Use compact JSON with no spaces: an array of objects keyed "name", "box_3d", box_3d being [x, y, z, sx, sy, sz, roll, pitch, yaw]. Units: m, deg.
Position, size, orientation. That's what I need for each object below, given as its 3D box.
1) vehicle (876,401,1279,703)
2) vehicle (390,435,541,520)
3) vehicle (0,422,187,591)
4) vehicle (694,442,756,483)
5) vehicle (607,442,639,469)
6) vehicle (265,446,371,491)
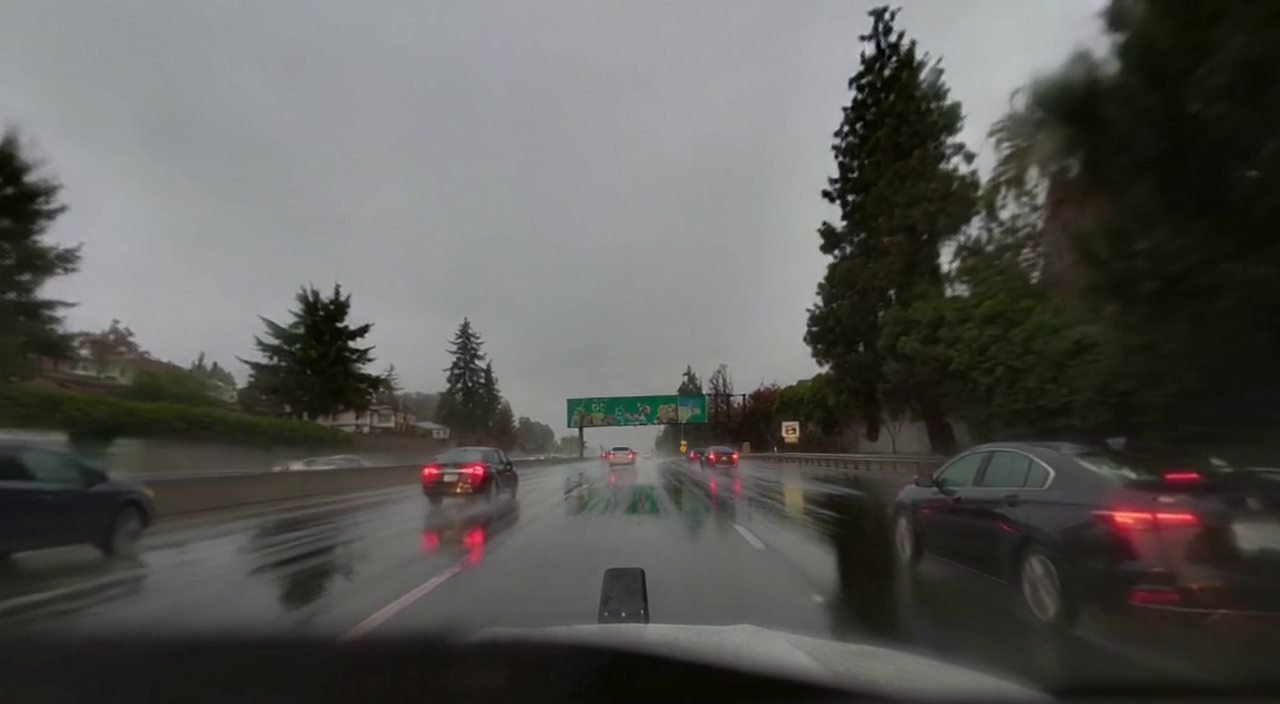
[{"name":"vehicle","box_3d":[3.605,1.275,4.829,1.912,1.509,4.291,0,-8,0]},{"name":"vehicle","box_3d":[-3.653,2.707,14.178,2.136,1.571,4.285,0,-8,1]},{"name":"vehicle","box_3d":[-7.445,1.604,6.654,2.057,1.681,4.277,0,-8,1]},{"name":"vehicle","box_3d":[3.263,4.304,24.874,1.854,1.438,3.954,0,-8,-1]},{"name":"vehicle","box_3d":[-1.188,7.208,44.212,2.183,1.764,4.134,0,-8,-1]},{"name":"vehicle","box_3d":[-12.543,4.515,24.914,1.874,1.593,4.281,0,-8,1]}]
